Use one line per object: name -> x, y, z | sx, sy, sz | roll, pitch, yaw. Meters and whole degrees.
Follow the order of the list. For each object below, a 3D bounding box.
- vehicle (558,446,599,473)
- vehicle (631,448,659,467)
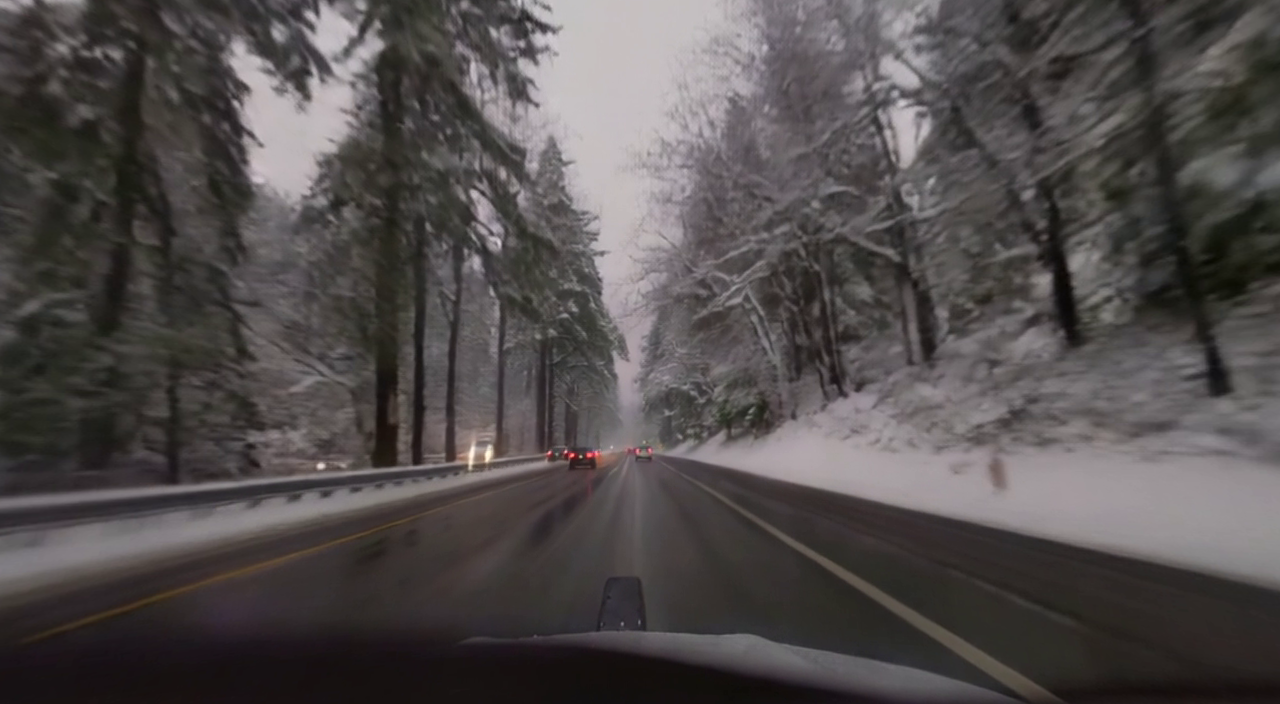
vehicle -> -3.569, 6.331, 37.263 | 2.112, 1.498, 4.117 | 0, -9, -1
vehicle -> 0.330, 7.958, 47.653 | 1.989, 1.402, 3.831 | 0, -9, -1
